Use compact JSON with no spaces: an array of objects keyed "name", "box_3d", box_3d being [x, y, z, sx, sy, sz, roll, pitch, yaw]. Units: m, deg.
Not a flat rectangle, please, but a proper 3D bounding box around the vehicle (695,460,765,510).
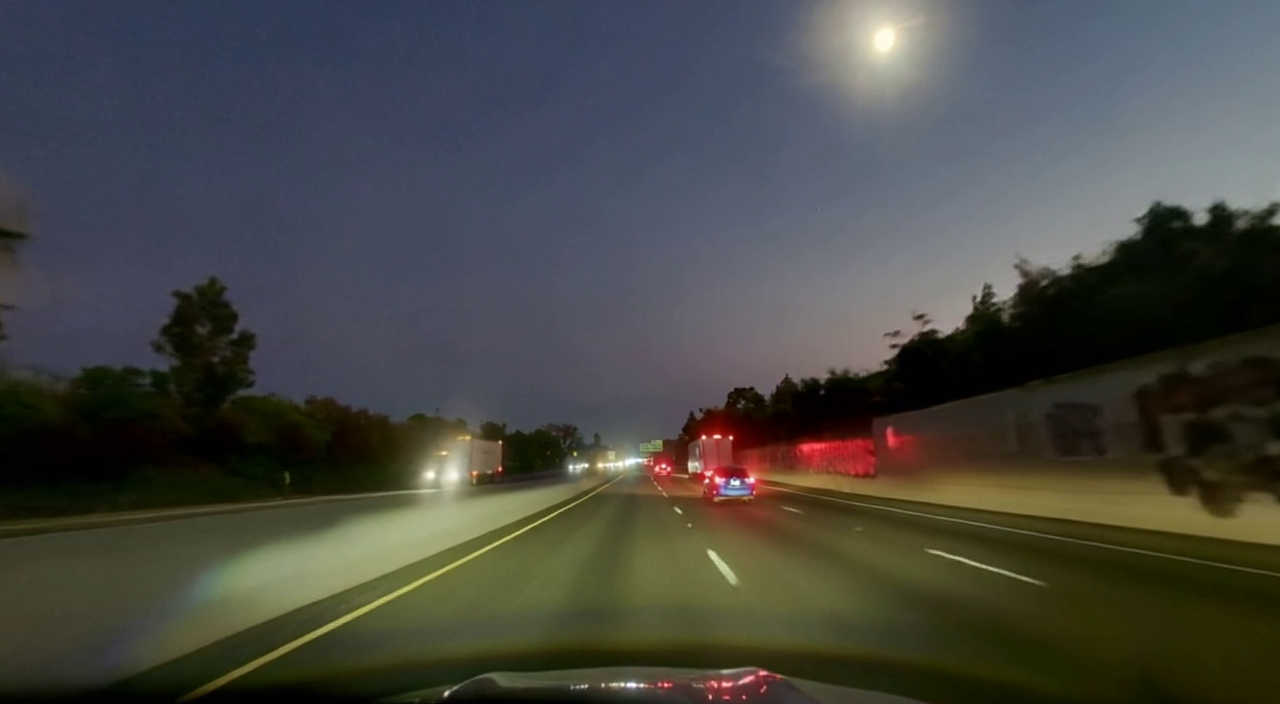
[{"name":"vehicle","box_3d":[3.140,4.730,22.725,2.011,1.574,3.512,2,-10,0]}]
